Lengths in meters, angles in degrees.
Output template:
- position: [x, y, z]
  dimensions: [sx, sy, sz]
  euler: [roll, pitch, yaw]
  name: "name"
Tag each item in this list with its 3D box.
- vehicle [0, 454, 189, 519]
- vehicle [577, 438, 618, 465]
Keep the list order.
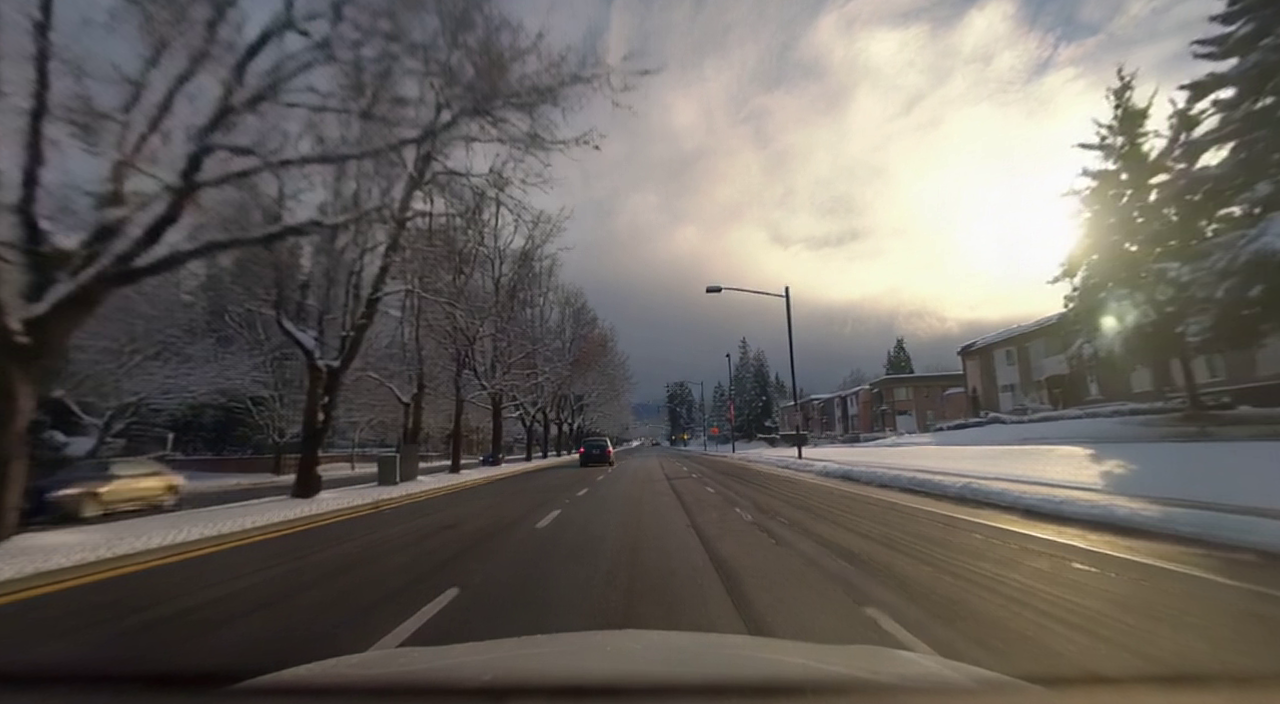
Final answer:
- position: [-16.230, 3.950, 18.995]
  dimensions: [1.923, 1.637, 4.409]
  euler: [0, -8, 1]
  name: "vehicle"
- position: [-2.758, 6.612, 42.102]
  dimensions: [2.283, 1.716, 4.395]
  euler: [0, -8, 1]
  name: "vehicle"
